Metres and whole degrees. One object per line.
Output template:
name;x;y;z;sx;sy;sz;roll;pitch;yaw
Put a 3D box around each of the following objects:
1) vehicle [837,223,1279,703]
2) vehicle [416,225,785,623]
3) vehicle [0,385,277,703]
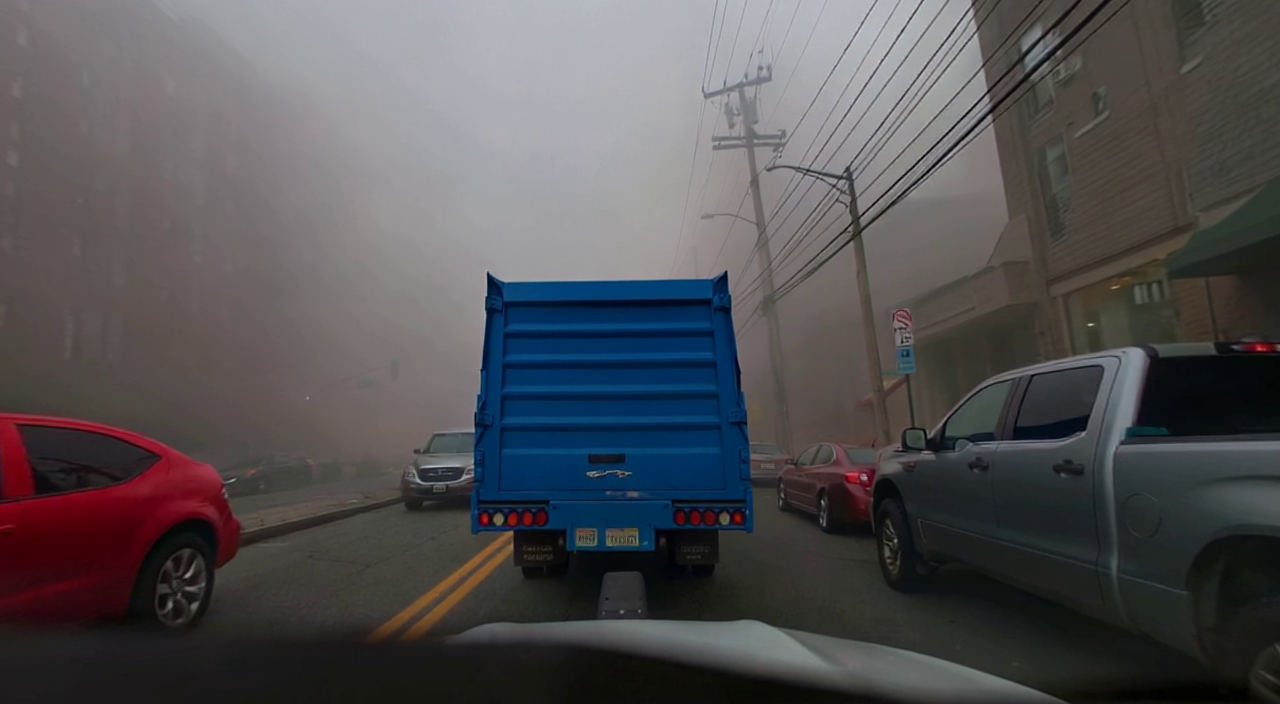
vehicle;3.238;0.846;3.880;2.242;1.979;5.722;0;-8;1
vehicle;-0.219;1.121;9.226;2.878;3.204;8.244;0;-8;1
vehicle;-4.115;1.000;3.059;1.988;1.657;4.492;0;-8;0
